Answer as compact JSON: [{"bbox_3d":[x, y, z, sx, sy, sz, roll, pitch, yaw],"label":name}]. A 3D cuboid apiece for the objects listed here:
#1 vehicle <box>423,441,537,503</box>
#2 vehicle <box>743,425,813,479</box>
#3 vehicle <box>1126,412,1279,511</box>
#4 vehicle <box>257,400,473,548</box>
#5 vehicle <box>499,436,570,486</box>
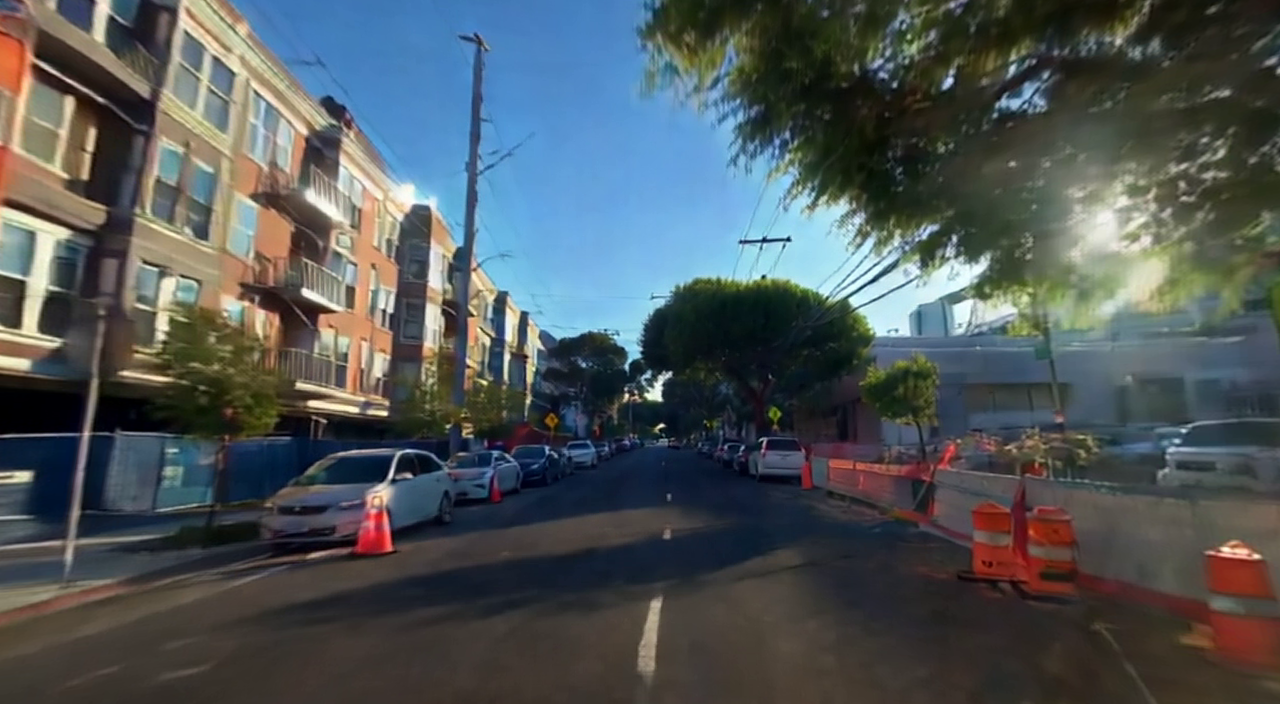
[{"bbox_3d":[-4.350,3.421,17.981,1.967,1.483,4.347,-2,-11,2],"label":"vehicle"},{"bbox_3d":[5.555,4.219,26.090,1.994,1.857,4.393,2,-12,1],"label":"vehicle"},{"bbox_3d":[13.993,2.327,13.879,4.585,1.977,2.170,-3,-8,10],"label":"vehicle"},{"bbox_3d":[-4.672,2.121,11.512,1.894,2.186,3.901,-1,-9,5],"label":"vehicle"},{"bbox_3d":[-3.926,4.124,24.191,1.996,1.695,4.127,0,-9,0],"label":"vehicle"}]
